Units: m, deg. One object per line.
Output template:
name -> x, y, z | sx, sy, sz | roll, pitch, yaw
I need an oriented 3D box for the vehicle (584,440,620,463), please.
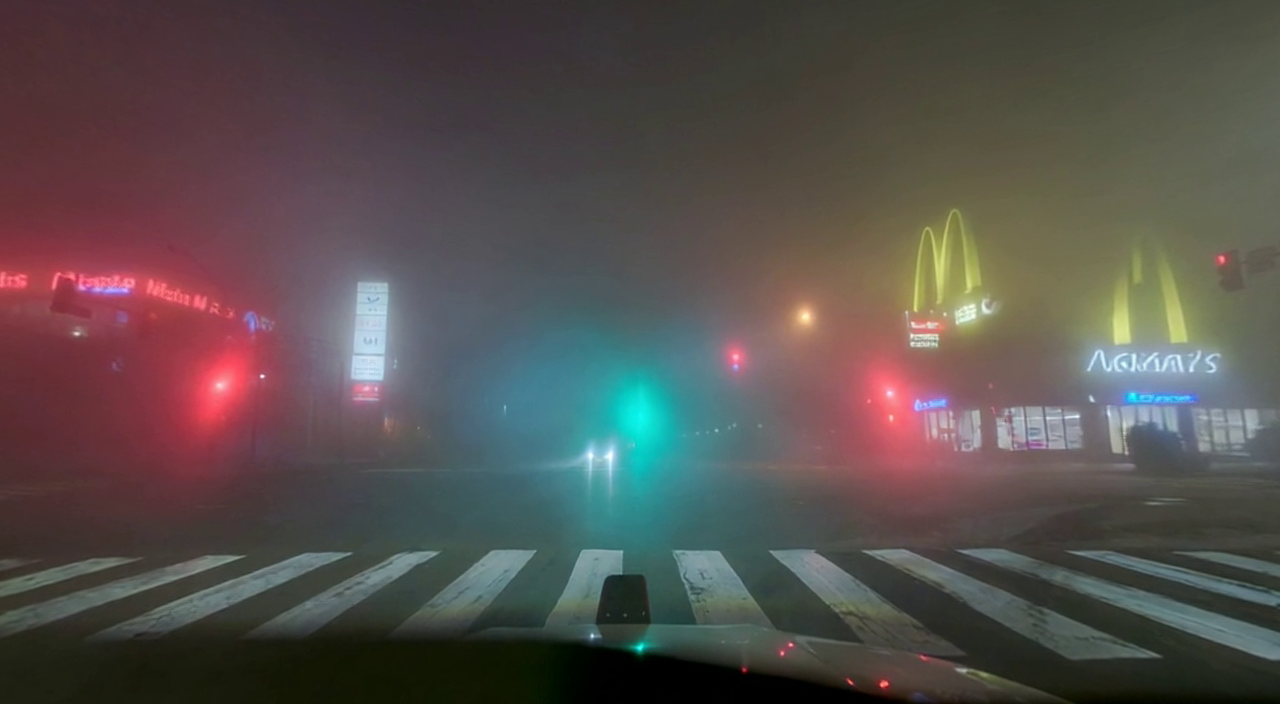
vehicle -> -2.518, 6.702, 42.758 | 2.104, 1.468, 4.195 | 0, -8, 1
